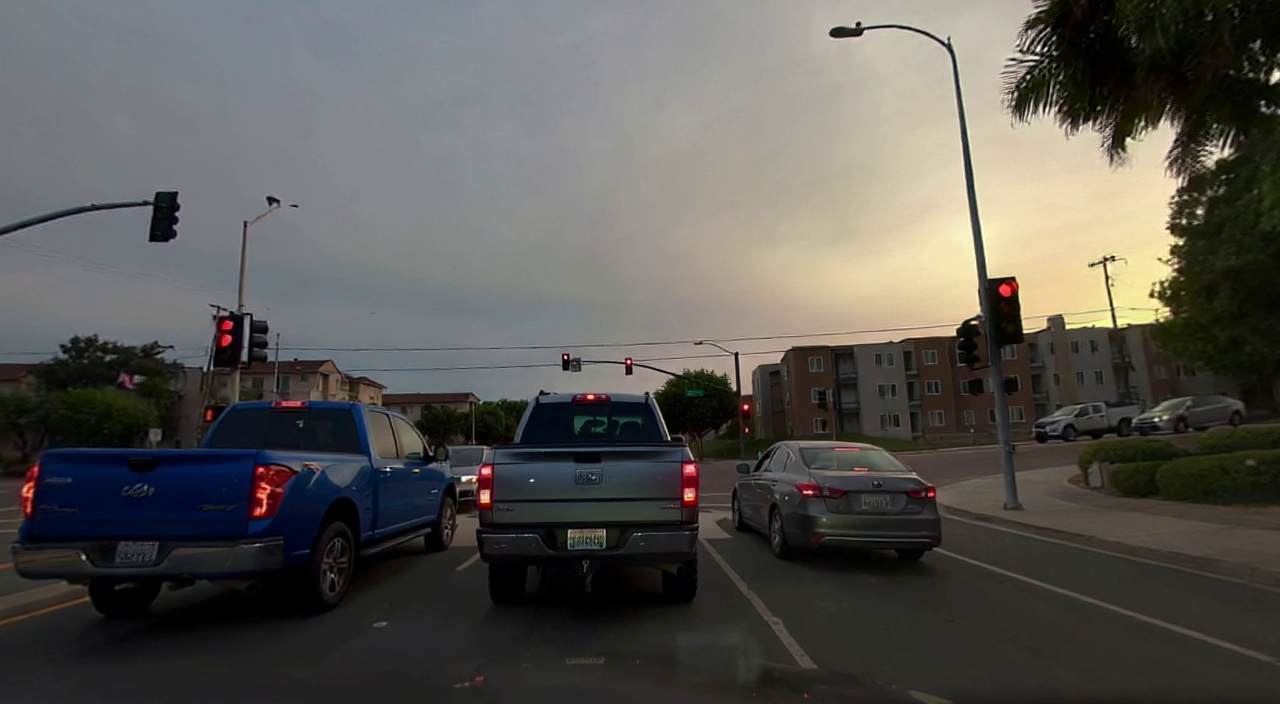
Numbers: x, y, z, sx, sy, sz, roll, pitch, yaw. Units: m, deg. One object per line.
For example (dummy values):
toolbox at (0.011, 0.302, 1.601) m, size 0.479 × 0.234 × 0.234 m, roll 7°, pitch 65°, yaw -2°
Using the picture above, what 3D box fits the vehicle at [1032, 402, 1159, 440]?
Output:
vehicle at (23.318, 3.590, 32.481) m, size 4.721 × 1.866 × 2.188 m, roll 0°, pitch -9°, yaw 2°

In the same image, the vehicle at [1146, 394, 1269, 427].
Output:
vehicle at (29.271, 3.046, 32.687) m, size 4.540 × 1.543 × 1.803 m, roll 0°, pitch -9°, yaw 0°

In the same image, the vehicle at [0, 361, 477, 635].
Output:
vehicle at (-3.460, 1.352, 6.888) m, size 2.146 × 1.828 × 5.148 m, roll 0°, pitch -9°, yaw -2°

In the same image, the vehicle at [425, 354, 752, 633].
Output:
vehicle at (-0.395, 1.313, 6.742) m, size 2.282 × 1.964 × 4.421 m, roll 0°, pitch -9°, yaw -1°

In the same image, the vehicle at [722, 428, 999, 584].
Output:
vehicle at (2.408, 1.816, 8.312) m, size 2.016 × 1.481 × 4.336 m, roll 0°, pitch -9°, yaw -1°
